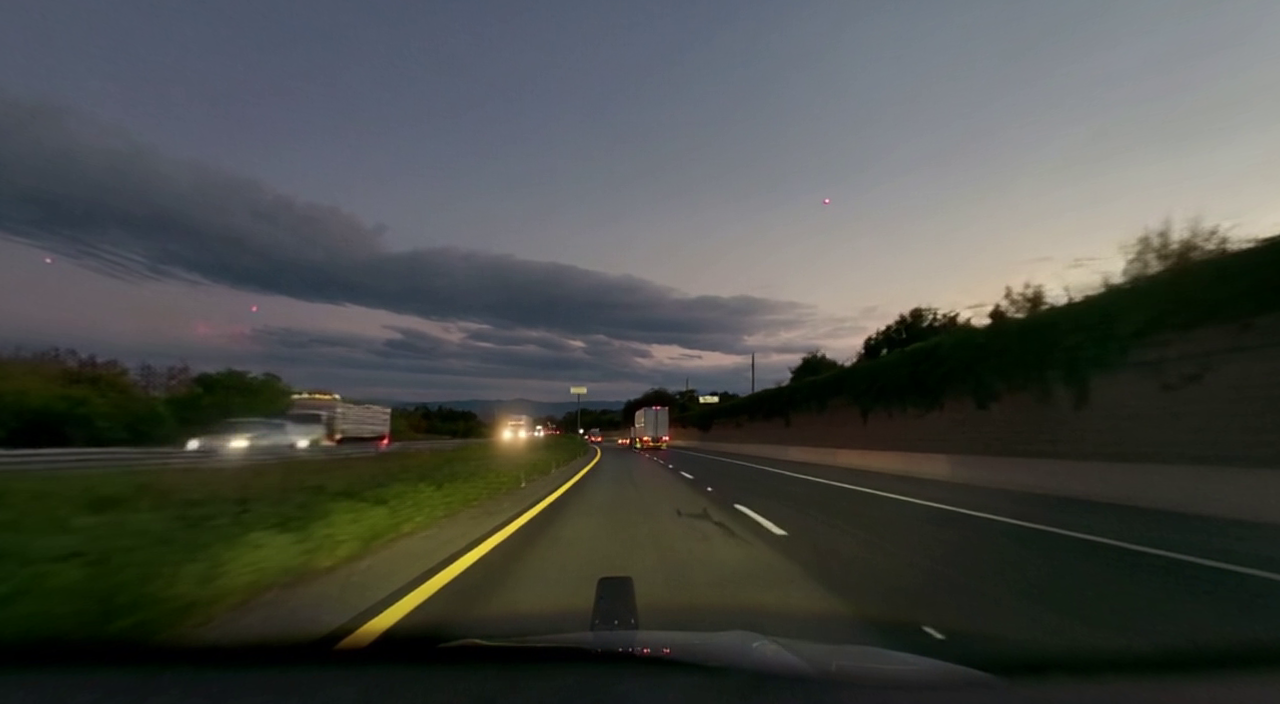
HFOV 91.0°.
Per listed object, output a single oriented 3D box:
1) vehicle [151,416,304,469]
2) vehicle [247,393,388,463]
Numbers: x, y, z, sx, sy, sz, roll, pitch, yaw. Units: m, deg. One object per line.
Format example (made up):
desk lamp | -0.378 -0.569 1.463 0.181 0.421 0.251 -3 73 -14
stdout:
vehicle | -13.181 2.951 20.555 2.027 1.507 4.580 0 -8 -2
vehicle | -13.501 3.312 26.989 2.953 2.650 5.903 0 -8 -1
